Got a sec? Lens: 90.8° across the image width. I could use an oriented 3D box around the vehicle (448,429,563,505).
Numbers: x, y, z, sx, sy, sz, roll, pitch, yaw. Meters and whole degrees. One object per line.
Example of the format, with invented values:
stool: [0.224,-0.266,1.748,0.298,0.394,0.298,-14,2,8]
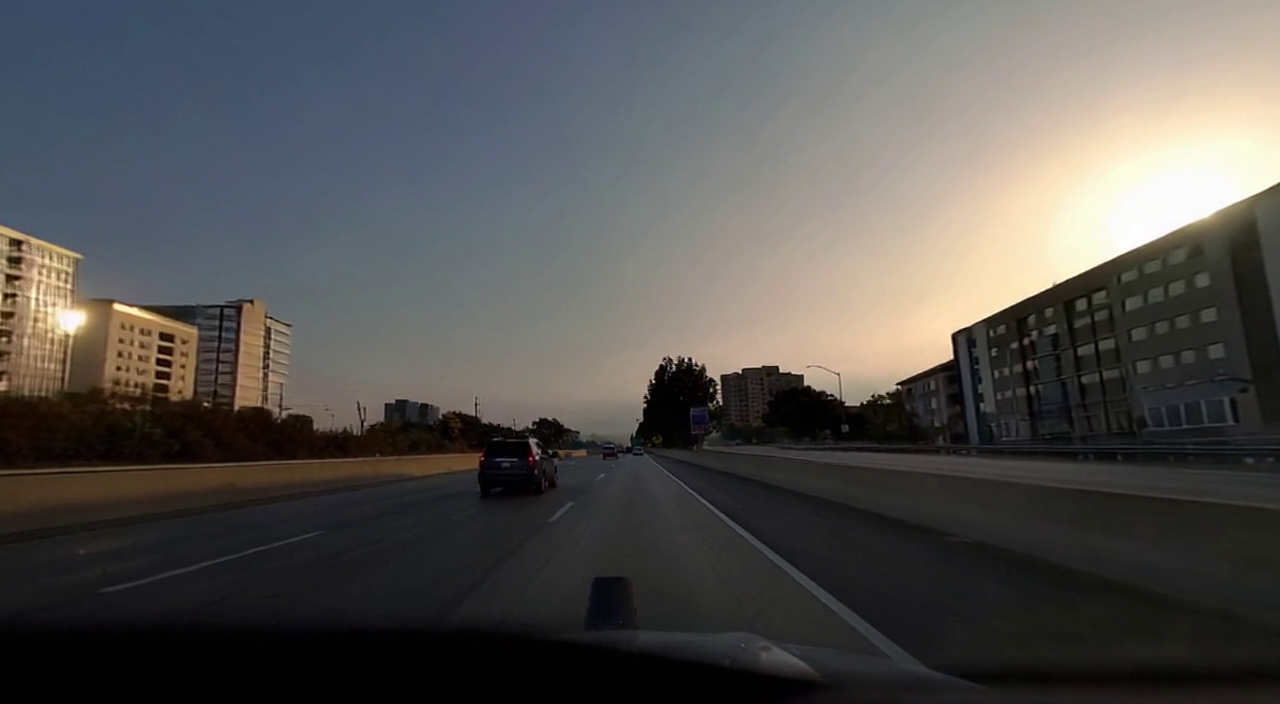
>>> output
vehicle: [-3.536,3.144,17.732,2.145,1.828,4.867,0,-9,0]
